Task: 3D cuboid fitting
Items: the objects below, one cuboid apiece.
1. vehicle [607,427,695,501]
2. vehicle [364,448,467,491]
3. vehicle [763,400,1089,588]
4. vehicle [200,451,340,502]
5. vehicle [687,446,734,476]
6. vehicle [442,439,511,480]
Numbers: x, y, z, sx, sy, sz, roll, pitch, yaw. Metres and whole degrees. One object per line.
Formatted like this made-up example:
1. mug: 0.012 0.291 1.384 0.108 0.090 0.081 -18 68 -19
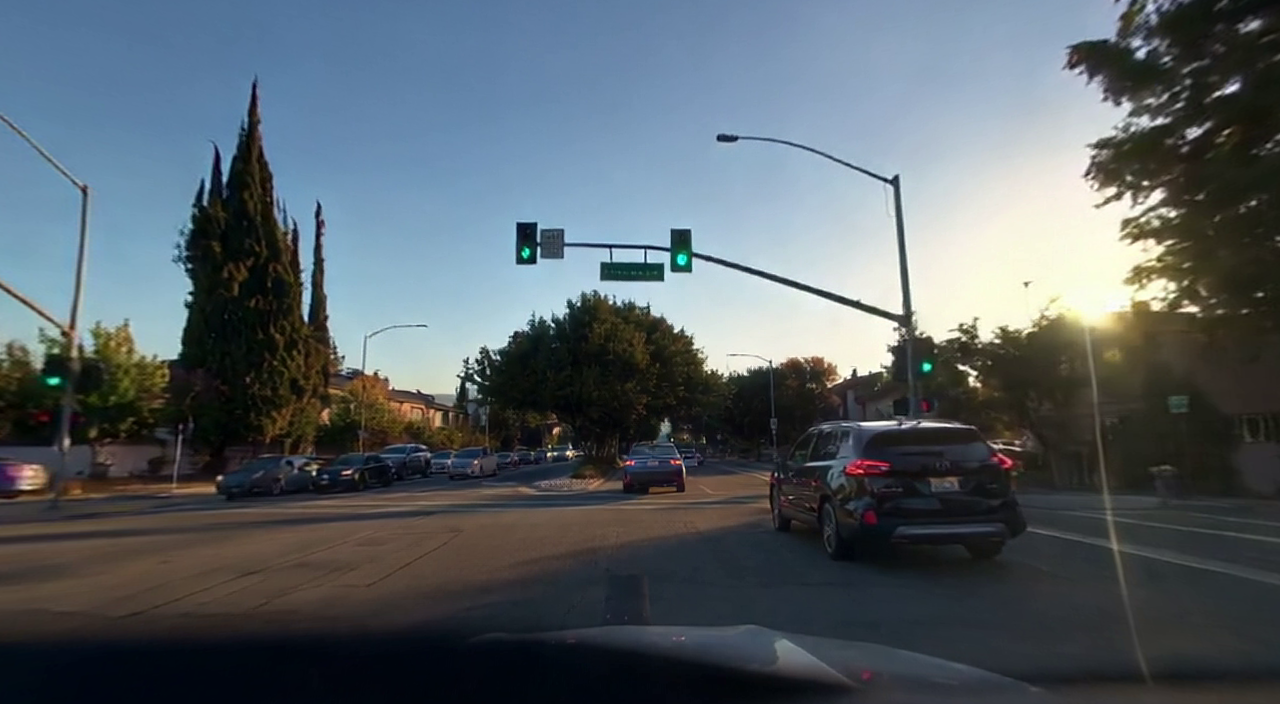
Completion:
1. vehicle: 0.294 3.134 18.074 2.185 1.822 4.391 0 -8 1
2. vehicle: -8.237 4.339 23.710 2.083 1.420 4.702 0 -8 1
3. vehicle: 3.201 1.692 8.347 2.166 1.799 4.372 0 -8 -1
4. vehicle: -12.208 4.096 21.233 1.959 1.450 4.487 0 -8 0
5. vehicle: 3.844 6.043 35.277 2.096 1.489 4.757 0 -8 0
6. vehicle: -8.352 5.493 32.664 2.182 1.939 4.889 0 -8 1
